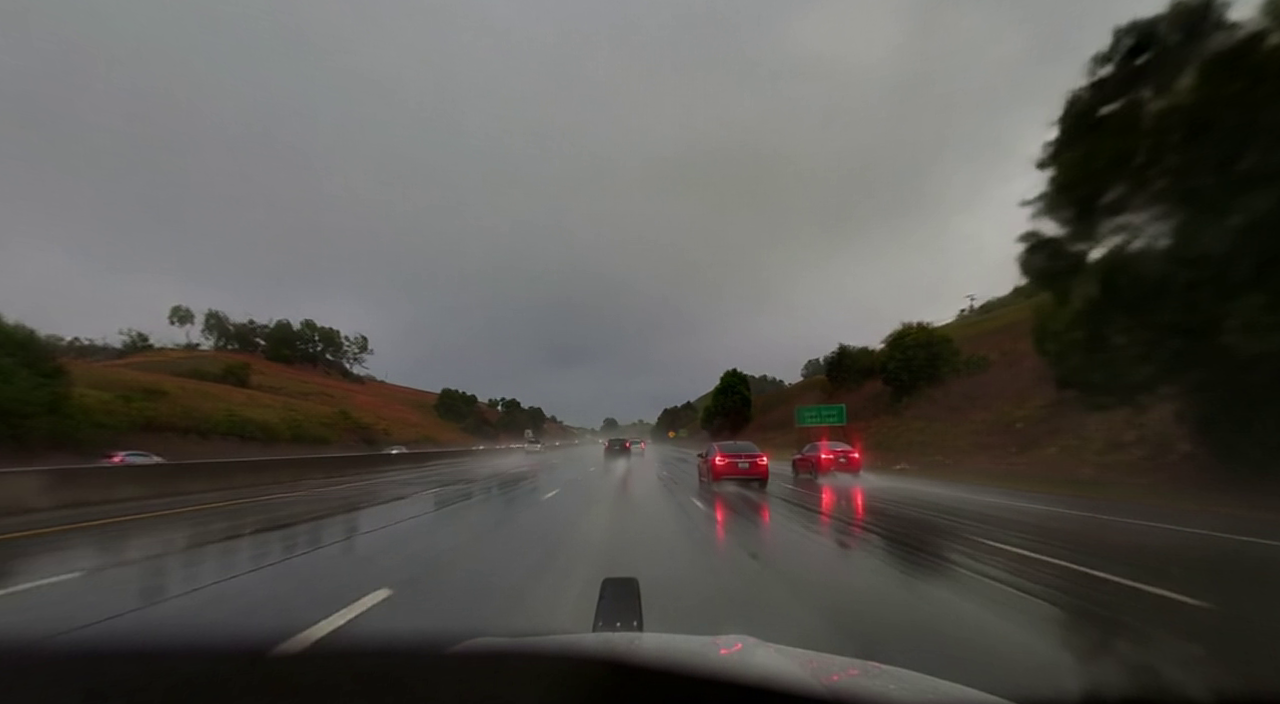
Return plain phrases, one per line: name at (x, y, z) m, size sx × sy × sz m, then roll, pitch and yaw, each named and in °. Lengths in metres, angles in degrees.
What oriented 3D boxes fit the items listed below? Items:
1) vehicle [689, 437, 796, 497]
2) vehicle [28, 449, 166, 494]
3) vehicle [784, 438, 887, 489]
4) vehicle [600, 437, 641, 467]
vehicle at (2.781, 3.237, 18.338) m, size 2.120 × 1.492 × 4.734 m, roll 0°, pitch -8°, yaw -2°
vehicle at (-25.966, 5.693, 30.525) m, size 2.390 × 1.856 × 4.803 m, roll 1°, pitch -8°, yaw 0°
vehicle at (6.195, 3.569, 20.585) m, size 1.845 × 1.452 × 4.352 m, roll 0°, pitch -8°, yaw -2°
vehicle at (-1.113, 5.934, 37.546) m, size 2.277 × 1.675 × 4.023 m, roll 0°, pitch -8°, yaw -1°
